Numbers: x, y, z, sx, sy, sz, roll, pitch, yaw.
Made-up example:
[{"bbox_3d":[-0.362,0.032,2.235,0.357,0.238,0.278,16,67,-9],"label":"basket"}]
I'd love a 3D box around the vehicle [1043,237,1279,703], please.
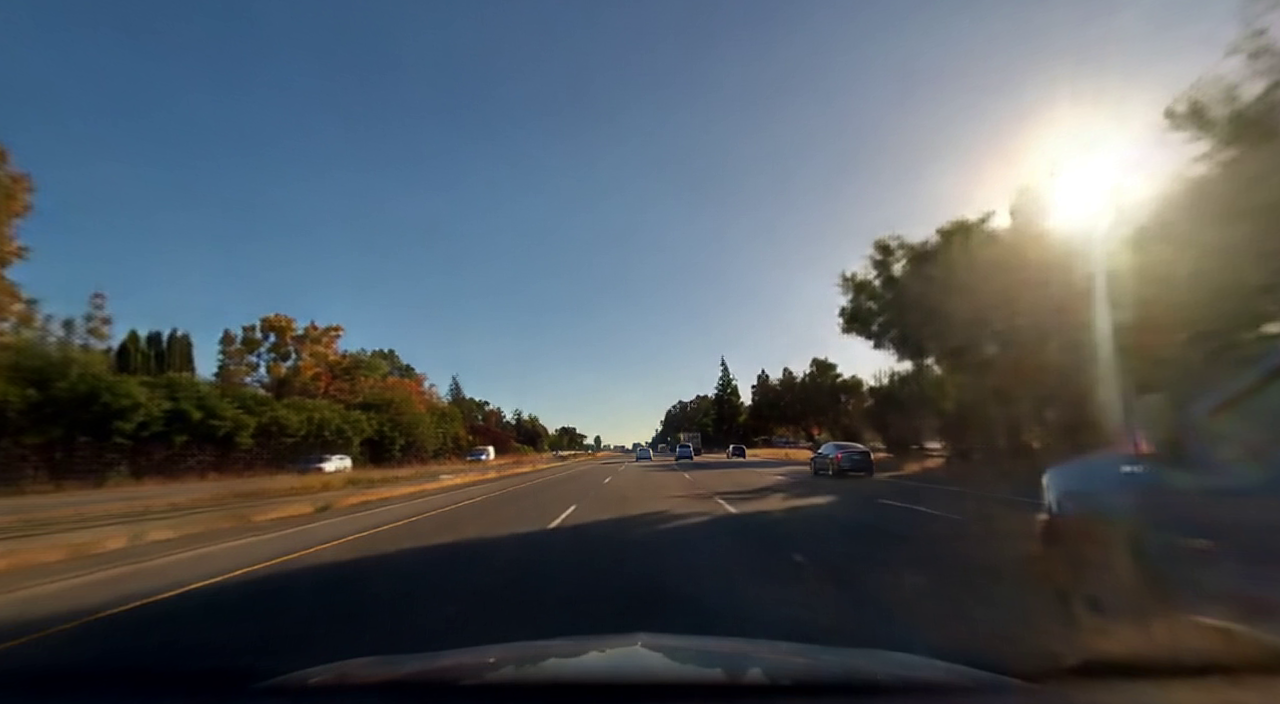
[{"bbox_3d":[3.819,0.365,1.216,2.354,2.079,5.586,0,-9,0],"label":"vehicle"}]

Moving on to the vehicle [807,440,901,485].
[{"bbox_3d":[7.911,4.107,23.788,1.989,1.526,4.443,0,-9,0],"label":"vehicle"}]

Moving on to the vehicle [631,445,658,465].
[{"bbox_3d":[0.353,8.142,49.806,2.030,1.473,3.926,0,-9,0],"label":"vehicle"}]
